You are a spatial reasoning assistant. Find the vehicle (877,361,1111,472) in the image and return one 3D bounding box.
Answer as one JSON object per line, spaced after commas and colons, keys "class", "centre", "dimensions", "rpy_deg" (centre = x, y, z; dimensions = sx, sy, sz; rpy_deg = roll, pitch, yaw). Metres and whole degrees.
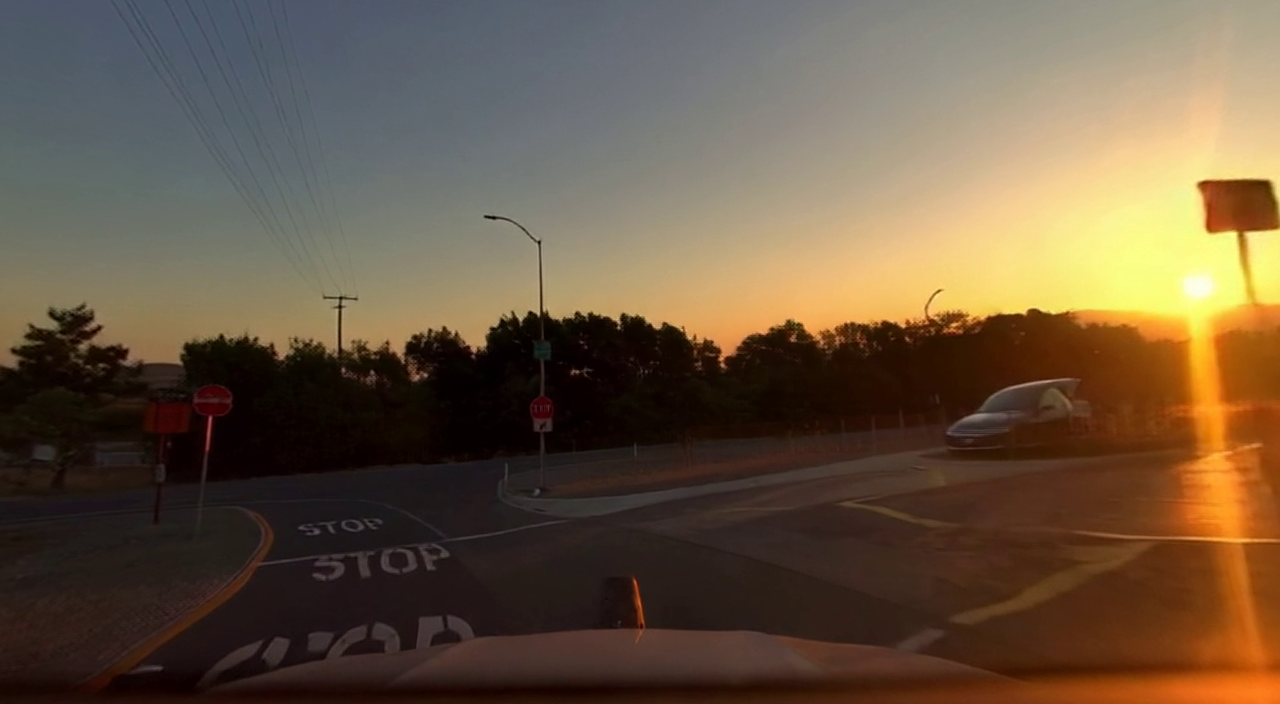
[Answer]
{"class": "vehicle", "centre": [7.888, 1.414, 14.047], "dimensions": [4.403, 1.574, 1.914], "rpy_deg": [-9, -5, -20]}
